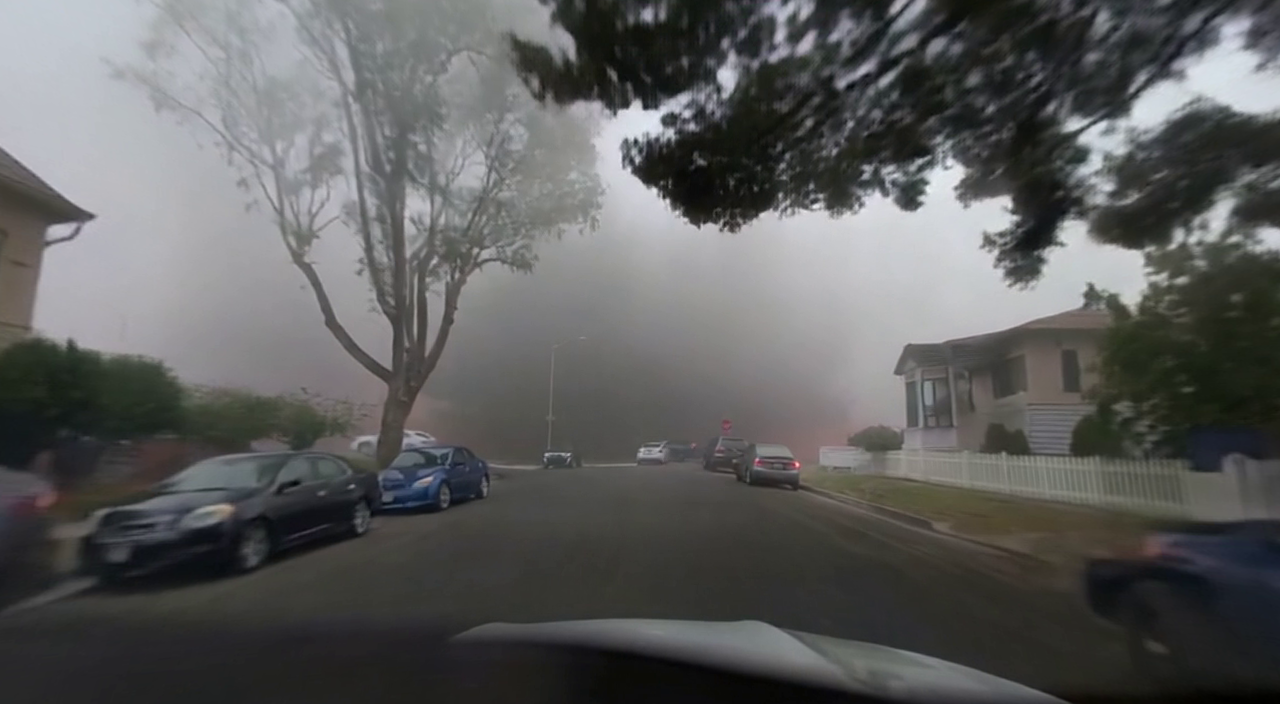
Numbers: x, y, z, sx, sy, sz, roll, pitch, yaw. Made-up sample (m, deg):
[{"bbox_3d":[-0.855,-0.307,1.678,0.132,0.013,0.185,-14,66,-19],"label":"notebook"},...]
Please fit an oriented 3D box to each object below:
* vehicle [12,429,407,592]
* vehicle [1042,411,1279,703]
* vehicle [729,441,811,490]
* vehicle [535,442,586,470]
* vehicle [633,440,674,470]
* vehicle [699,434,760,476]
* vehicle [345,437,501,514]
[{"bbox_3d":[-4.860,1.811,8.104,1.876,1.500,4.361,0,-9,2],"label":"vehicle"},{"bbox_3d":[3.740,0.918,1.859,2.068,1.558,4.511,0,-8,0],"label":"vehicle"},{"bbox_3d":[4.289,3.804,21.464,1.876,1.477,4.324,0,-8,0],"label":"vehicle"},{"bbox_3d":[-4.310,5.721,34.748,1.999,1.441,4.628,-1,-9,3],"label":"vehicle"},{"bbox_3d":[0.679,5.432,33.360,2.010,1.499,4.107,0,-9,0],"label":"vehicle"},{"bbox_3d":[4.080,4.753,29.302,2.144,1.751,4.472,2,-8,0],"label":"vehicle"},{"bbox_3d":[-4.793,2.776,14.712,1.909,1.492,4.615,0,-8,2],"label":"vehicle"}]
